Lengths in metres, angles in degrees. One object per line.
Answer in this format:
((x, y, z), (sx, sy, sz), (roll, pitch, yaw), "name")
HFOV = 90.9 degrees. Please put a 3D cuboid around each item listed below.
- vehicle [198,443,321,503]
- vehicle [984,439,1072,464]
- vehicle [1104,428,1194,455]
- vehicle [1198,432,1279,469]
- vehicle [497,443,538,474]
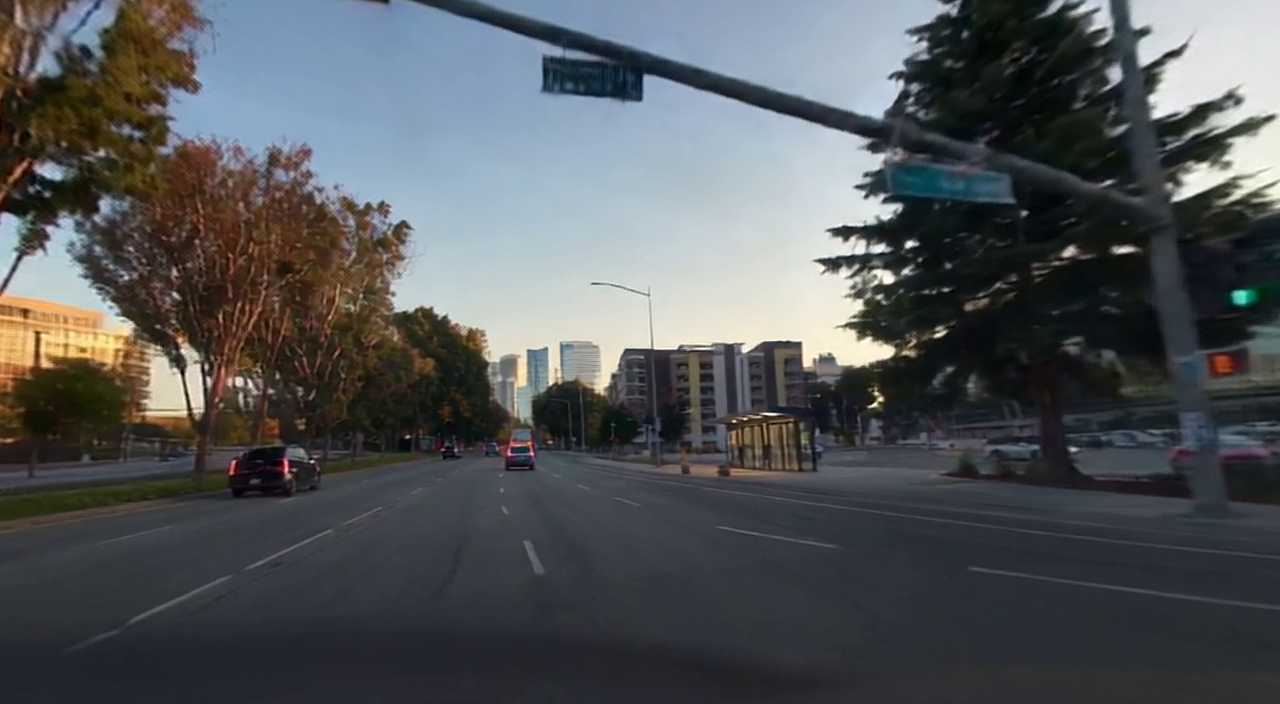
((-12.730, 4.013, 21.502), (2.097, 1.782, 4.682), (2, -9, -12), "vehicle")
((24.449, 6.265, 39.954), (1.896, 1.459, 4.611), (2, -9, -16), "vehicle")
((34.732, 6.157, 43.203), (1.884, 1.717, 4.338), (3, -9, -17), "vehicle")
((28.267, 4.378, 28.235), (1.796, 1.445, 4.535), (-3, -8, -14), "vehicle")
((-7.810, 6.674, 39.837), (2.345, 1.803, 4.261), (2, -9, -13), "vehicle")
